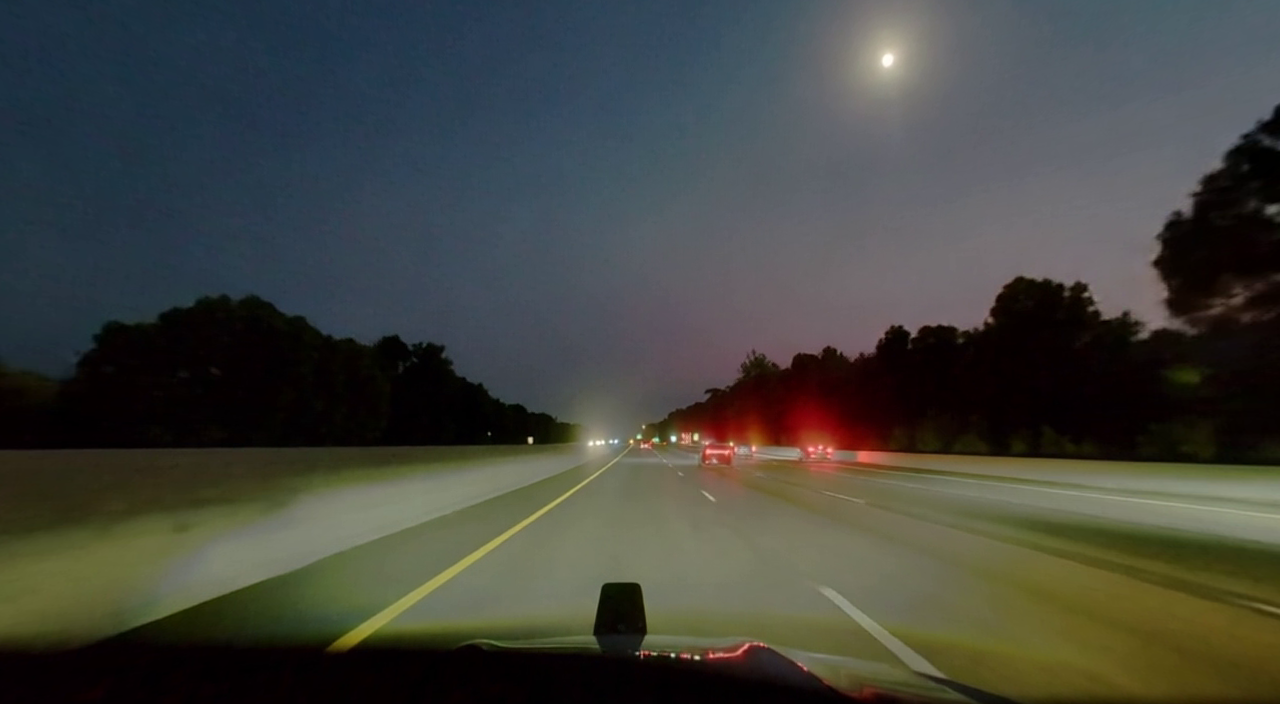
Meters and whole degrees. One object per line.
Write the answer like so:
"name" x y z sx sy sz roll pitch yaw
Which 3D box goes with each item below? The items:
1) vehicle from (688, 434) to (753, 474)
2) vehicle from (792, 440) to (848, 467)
"vehicle" 3.478 4.545 28.190 2.326 1.644 4.206 0 -8 -1
"vehicle" 10.401 5.892 36.791 1.970 1.479 4.480 0 -8 0
